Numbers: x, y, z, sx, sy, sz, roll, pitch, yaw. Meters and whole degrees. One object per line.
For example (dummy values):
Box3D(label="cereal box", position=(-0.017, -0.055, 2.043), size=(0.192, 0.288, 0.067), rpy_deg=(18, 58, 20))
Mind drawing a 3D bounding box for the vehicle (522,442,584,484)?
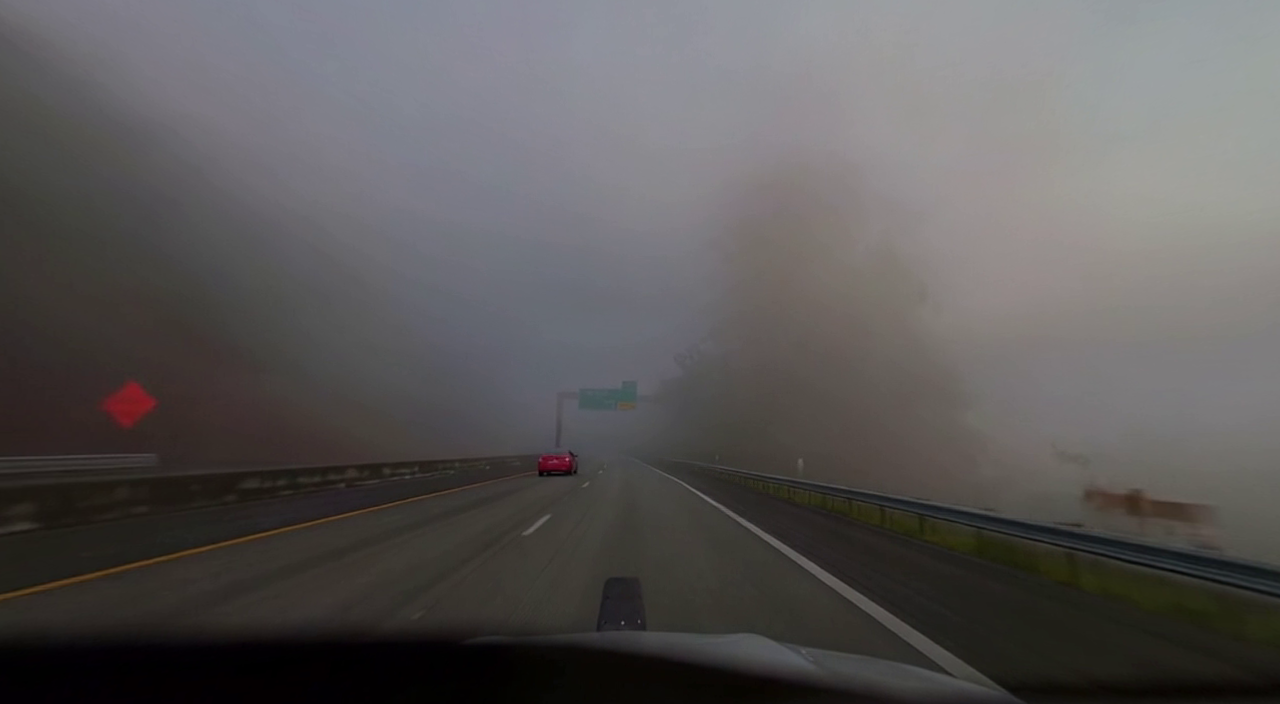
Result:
Box3D(label="vehicle", position=(-3.446, 4.457, 25.572), size=(1.990, 1.532, 3.911), rpy_deg=(0, -9, -1))
